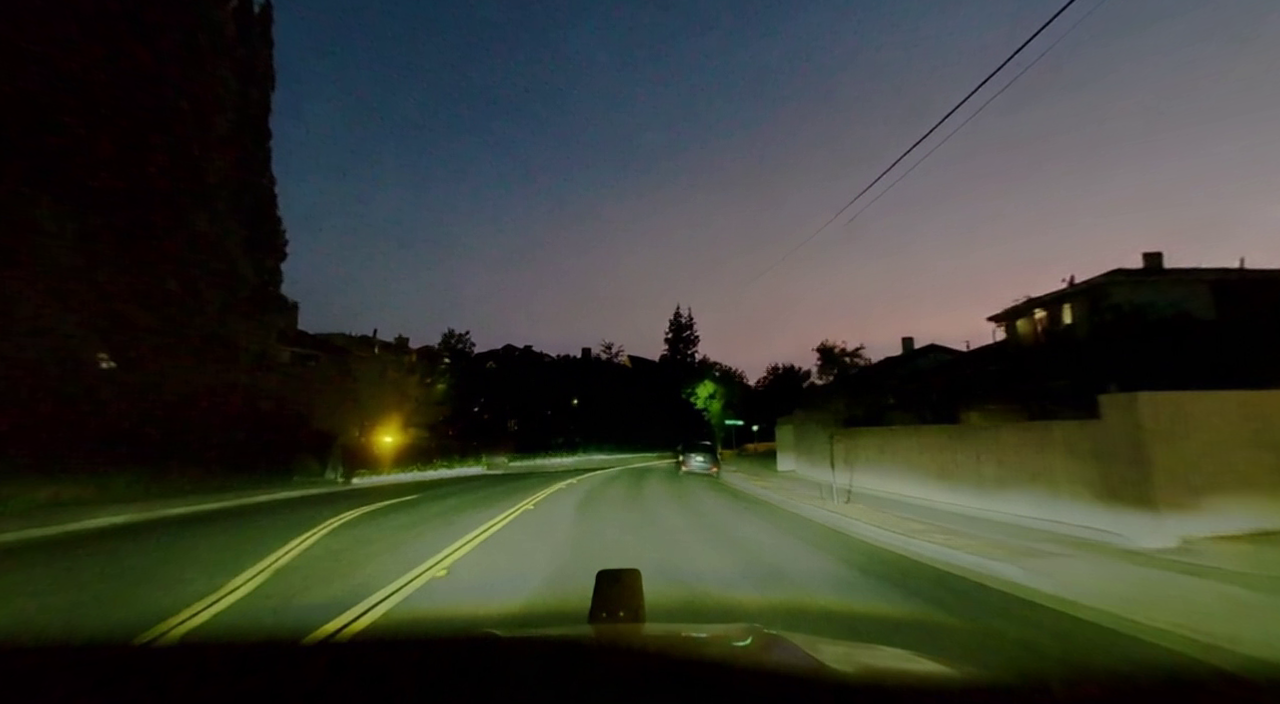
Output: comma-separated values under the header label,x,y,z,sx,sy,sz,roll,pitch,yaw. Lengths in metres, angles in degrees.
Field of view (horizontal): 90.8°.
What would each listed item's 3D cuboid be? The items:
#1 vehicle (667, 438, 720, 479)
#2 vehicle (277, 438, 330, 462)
label,x,y,z,sx,sy,sz,roll,pitch,yaw
vehicle,2.177,4.477,26.762,1.984,1.601,3.994,0,-9,1
vehicle,-26.000,7.602,49.033,2.006,1.766,4.685,1,-9,-7
